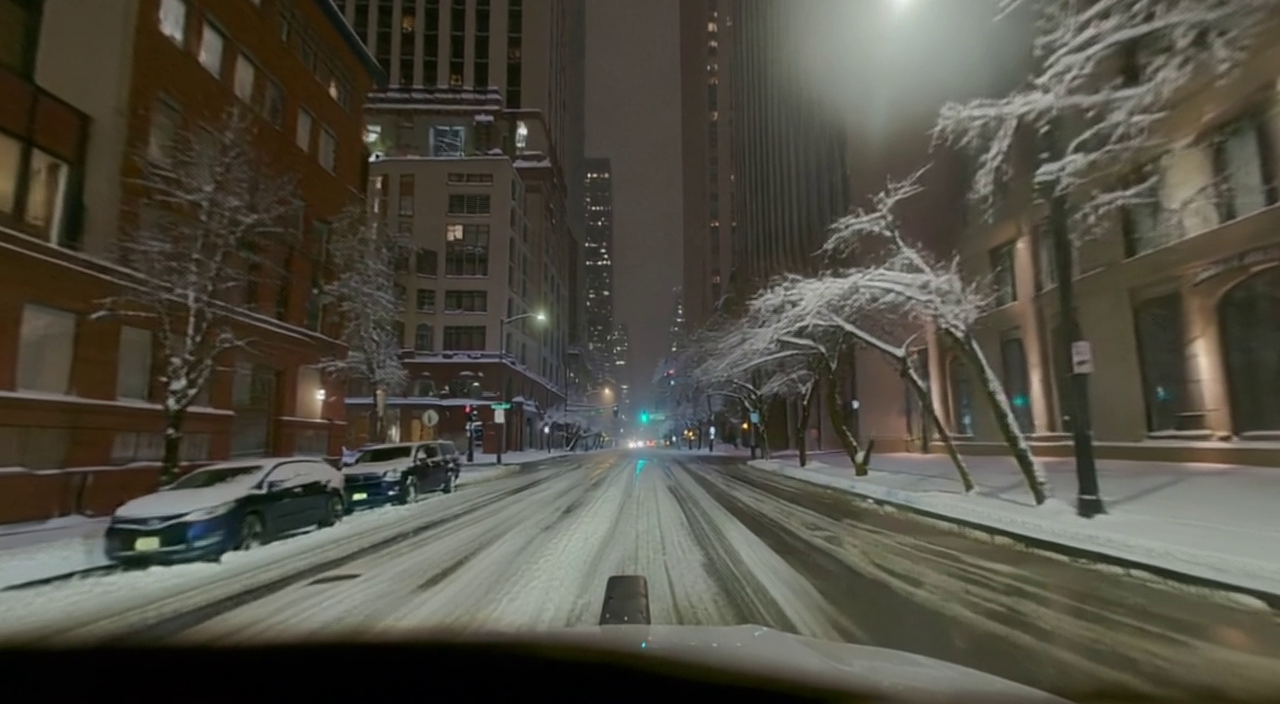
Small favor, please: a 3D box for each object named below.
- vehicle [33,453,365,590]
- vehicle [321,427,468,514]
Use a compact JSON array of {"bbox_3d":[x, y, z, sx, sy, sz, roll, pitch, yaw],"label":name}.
[{"bbox_3d":[-6.757,2.578,10.619,2.270,1.539,4.855,-4,-9,-2],"label":"vehicle"},{"bbox_3d":[-6.514,3.181,17.428,2.273,1.871,4.920,-4,-9,-2],"label":"vehicle"}]
